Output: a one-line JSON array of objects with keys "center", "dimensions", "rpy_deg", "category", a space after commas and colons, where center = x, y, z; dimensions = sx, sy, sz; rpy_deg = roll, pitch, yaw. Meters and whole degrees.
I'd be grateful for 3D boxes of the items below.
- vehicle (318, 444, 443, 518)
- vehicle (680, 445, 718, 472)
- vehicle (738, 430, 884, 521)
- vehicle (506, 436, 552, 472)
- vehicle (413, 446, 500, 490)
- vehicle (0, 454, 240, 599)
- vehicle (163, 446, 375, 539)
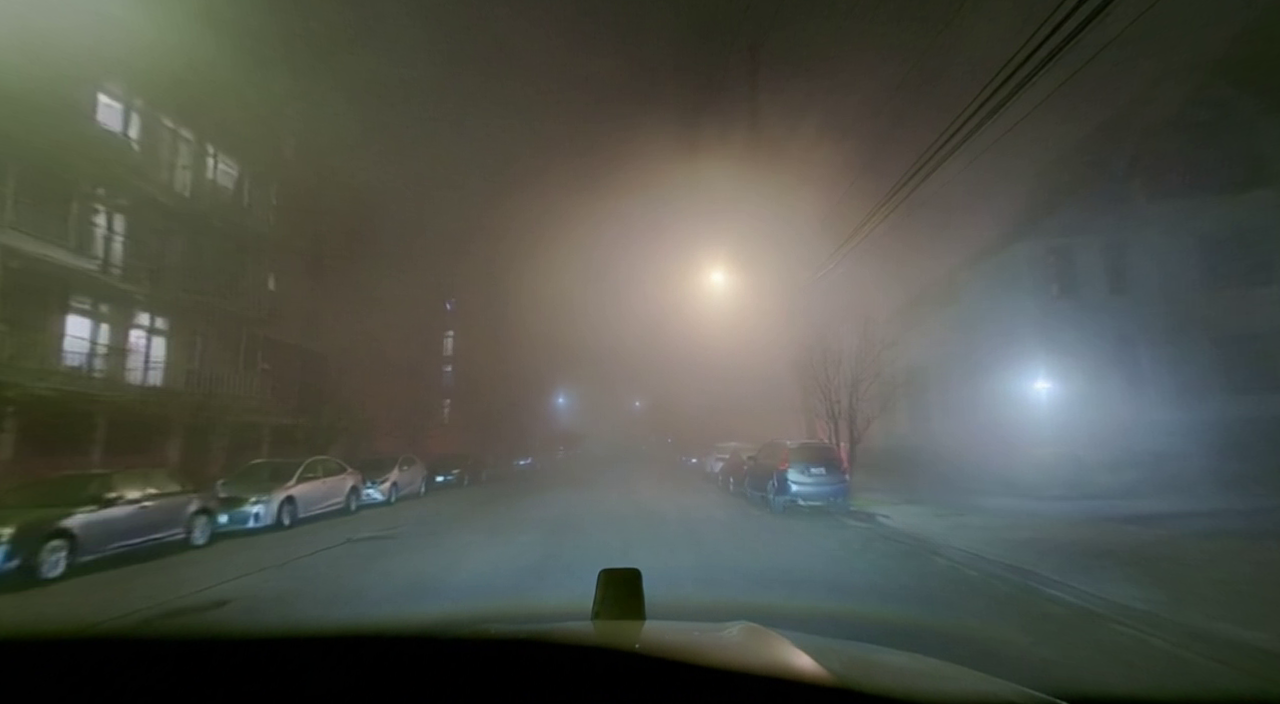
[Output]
[{"center": [-7.660, 3.774, 19.219], "dimensions": [1.981, 1.651, 4.683], "rpy_deg": [-5, -6, -3], "category": "vehicle"}, {"center": [3.667, 6.693, 39.994], "dimensions": [1.925, 1.634, 4.419], "rpy_deg": [0, -8, 0], "category": "vehicle"}, {"center": [3.621, 2.702, 14.381], "dimensions": [2.095, 1.694, 4.592], "rpy_deg": [0, -9, 1], "category": "vehicle"}, {"center": [-7.712, 7.130, 44.540], "dimensions": [2.351, 2.251, 5.856], "rpy_deg": [-2, -8, -2], "category": "vehicle"}, {"center": [-7.490, 4.759, 26.337], "dimensions": [2.145, 1.488, 4.646], "rpy_deg": [-3, -8, 1], "category": "vehicle"}, {"center": [-7.610, 2.170, 8.601], "dimensions": [1.873, 1.437, 4.068], "rpy_deg": [-1, -9, -4], "category": "vehicle"}, {"center": [-7.796, 2.996, 13.997], "dimensions": [1.917, 1.618, 4.825], "rpy_deg": [-1, -10, -2], "category": "vehicle"}]
